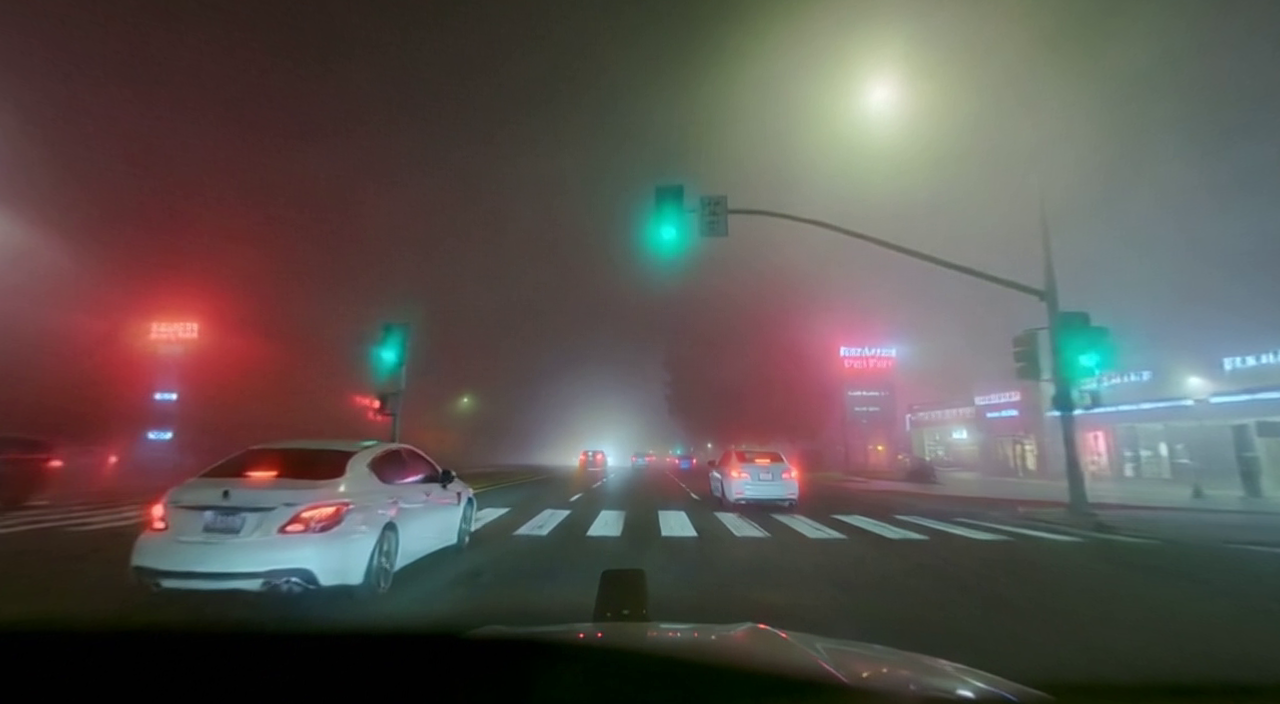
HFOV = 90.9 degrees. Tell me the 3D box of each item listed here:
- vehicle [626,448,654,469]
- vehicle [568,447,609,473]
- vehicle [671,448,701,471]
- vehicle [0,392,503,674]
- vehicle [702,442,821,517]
[{"bbox_3d":[-0.058,8.045,47.643,2.070,1.460,4.118,0,-8,-1],"label":"vehicle"},{"bbox_3d":[-3.099,6.616,38.887,2.040,1.471,4.211,0,-8,2],"label":"vehicle"},{"bbox_3d":[3.331,7.871,46.299,1.931,1.552,4.125,0,-8,0],"label":"vehicle"},{"bbox_3d":[-2.986,1.427,6.282,2.032,1.639,5.037,0,-8,1],"label":"vehicle"},{"bbox_3d":[2.709,2.940,15.097,1.946,1.513,4.133,0,-8,-1],"label":"vehicle"}]
